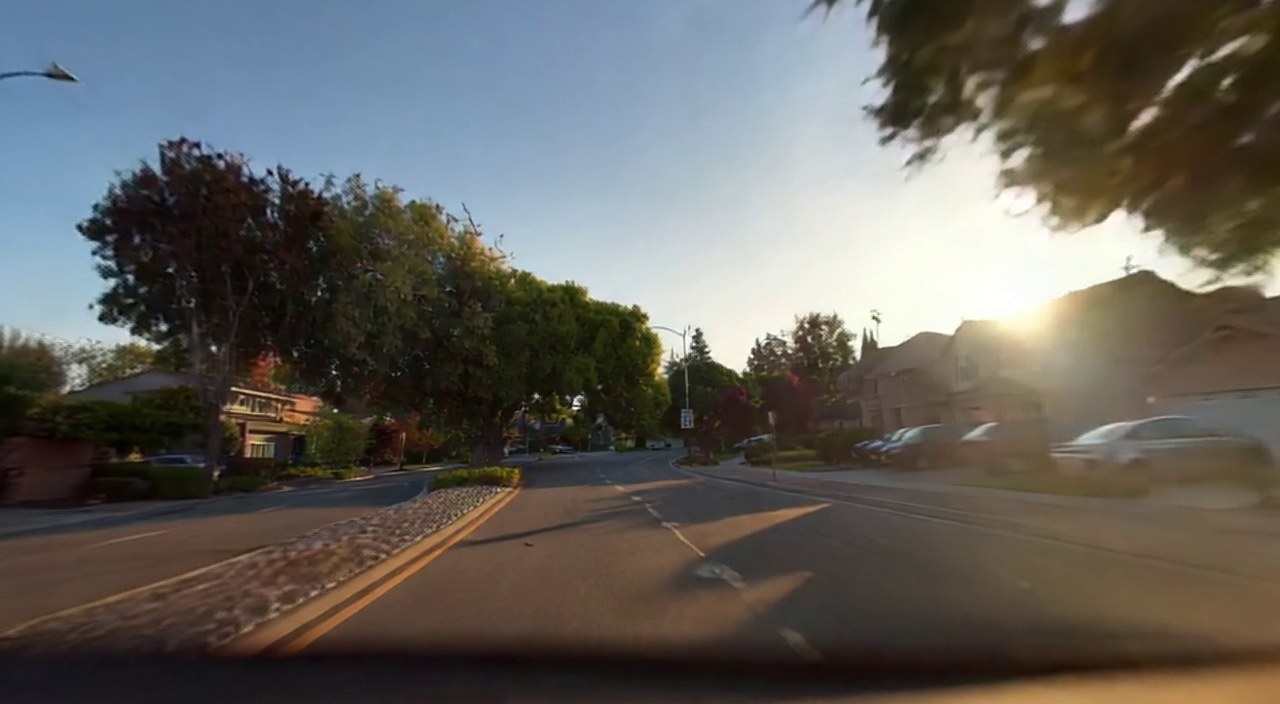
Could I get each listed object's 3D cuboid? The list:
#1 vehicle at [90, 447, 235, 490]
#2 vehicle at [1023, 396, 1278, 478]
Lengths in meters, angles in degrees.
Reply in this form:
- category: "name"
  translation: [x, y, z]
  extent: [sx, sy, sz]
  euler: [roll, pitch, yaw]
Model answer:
- category: "vehicle"
  translation: [-22.664, 5.530, 30.160]
  extent: [4.879, 1.854, 2.265]
  euler: [1, -9, -11]
- category: "vehicle"
  translation: [13.638, 2.364, 17.235]
  extent: [4.693, 1.764, 2.265]
  euler: [-5, -10, 10]
